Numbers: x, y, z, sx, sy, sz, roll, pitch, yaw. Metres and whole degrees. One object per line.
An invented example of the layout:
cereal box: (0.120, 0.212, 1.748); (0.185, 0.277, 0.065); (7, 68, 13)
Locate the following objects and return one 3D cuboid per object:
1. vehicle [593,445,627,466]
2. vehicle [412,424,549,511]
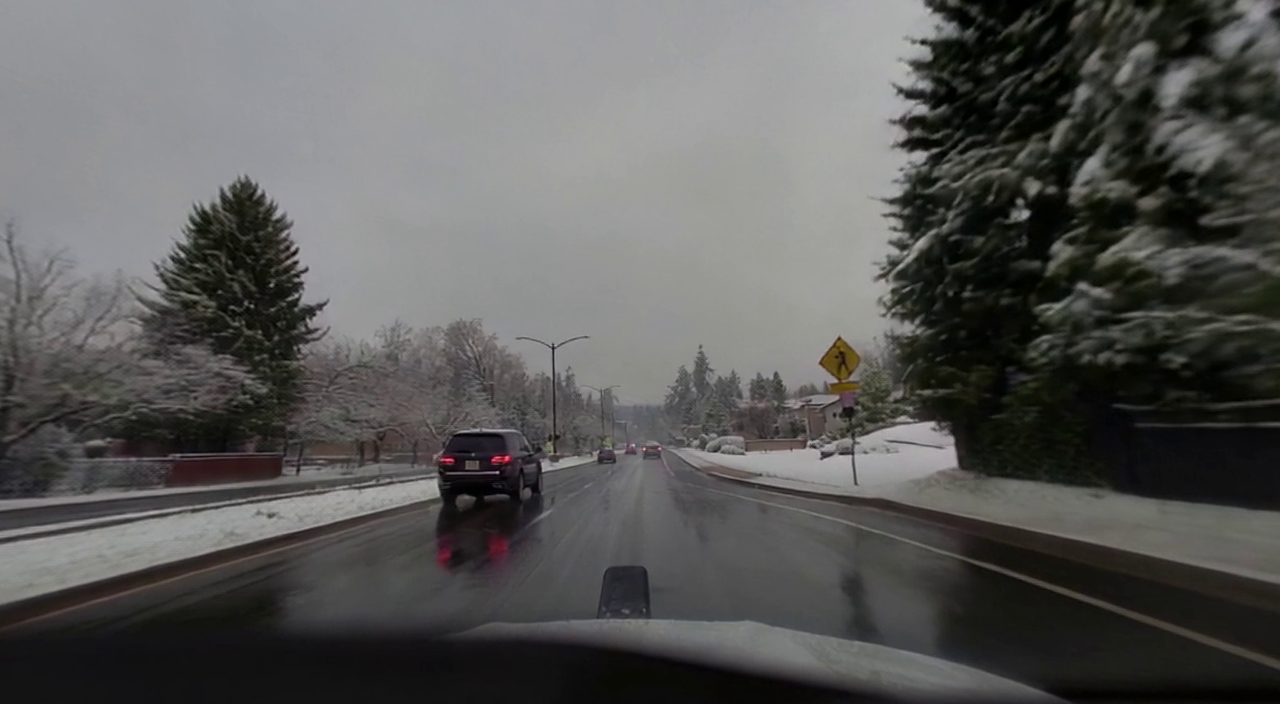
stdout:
vehicle: (-2.203, 7.746, 47.353); (2.119, 1.494, 4.624); (0, -8, 2)
vehicle: (-3.612, 2.695, 15.238); (2.073, 1.770, 4.302); (0, -8, 2)
